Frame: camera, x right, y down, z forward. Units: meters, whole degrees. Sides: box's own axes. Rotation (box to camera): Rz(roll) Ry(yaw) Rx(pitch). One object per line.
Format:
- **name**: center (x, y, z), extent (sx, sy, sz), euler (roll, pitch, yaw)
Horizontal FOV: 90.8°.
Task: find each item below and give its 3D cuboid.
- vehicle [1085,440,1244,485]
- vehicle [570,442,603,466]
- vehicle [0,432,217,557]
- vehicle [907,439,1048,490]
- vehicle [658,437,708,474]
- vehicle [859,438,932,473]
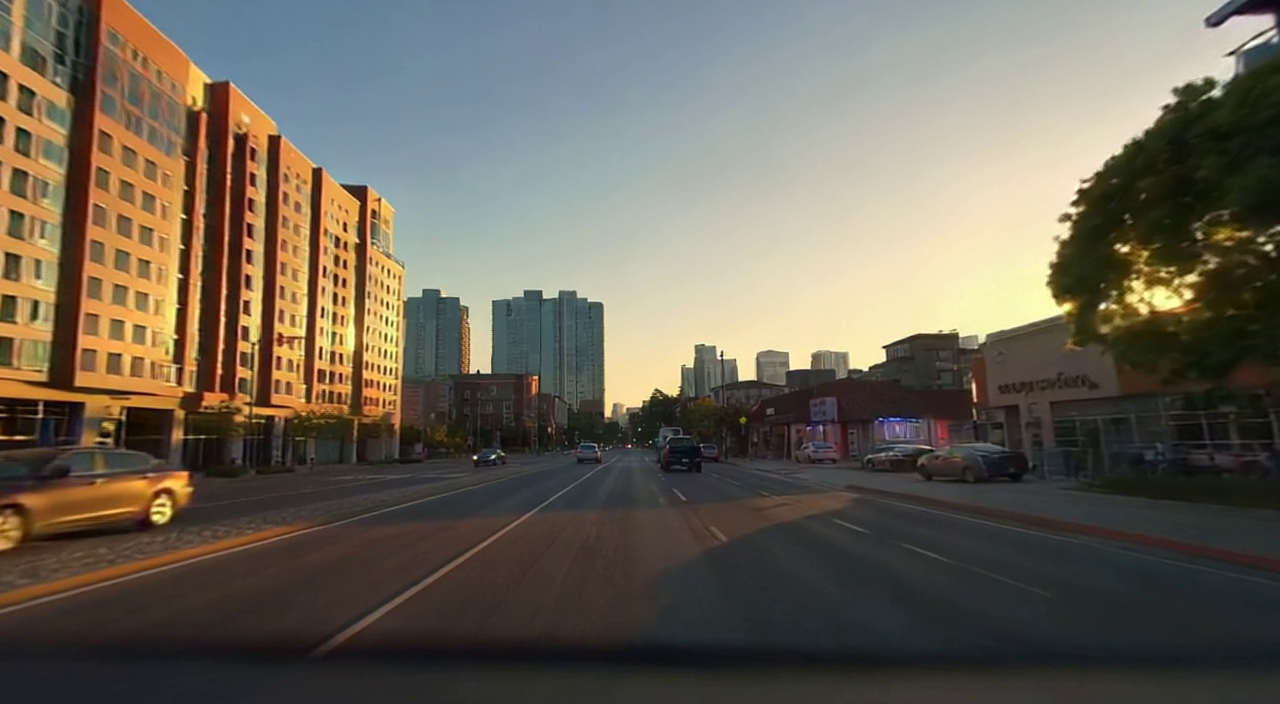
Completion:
- **vehicle**: center (20.124, 4.252, 24.575), extent (2.013, 1.548, 4.579), euler (1, -9, -5)
- **vehicle**: center (-3.790, 7.359, 45.556), extent (2.046, 1.617, 4.601), euler (0, -9, -2)
- **vehicle**: center (-8.787, 2.033, 9.406), extent (1.969, 1.489, 4.522), euler (-2, -9, -2)
- **vehicle**: center (11.861, 3.949, 22.689), extent (1.954, 1.483, 4.742), euler (-2, -8, -7)
- **vehicle**: center (2.159, 5.402, 33.212), extent (2.130, 1.787, 5.126), euler (0, -9, -2)
- **vehicle**: center (14.008, 5.720, 35.048), extent (2.019, 1.819, 4.909), euler (0, -9, 0)
